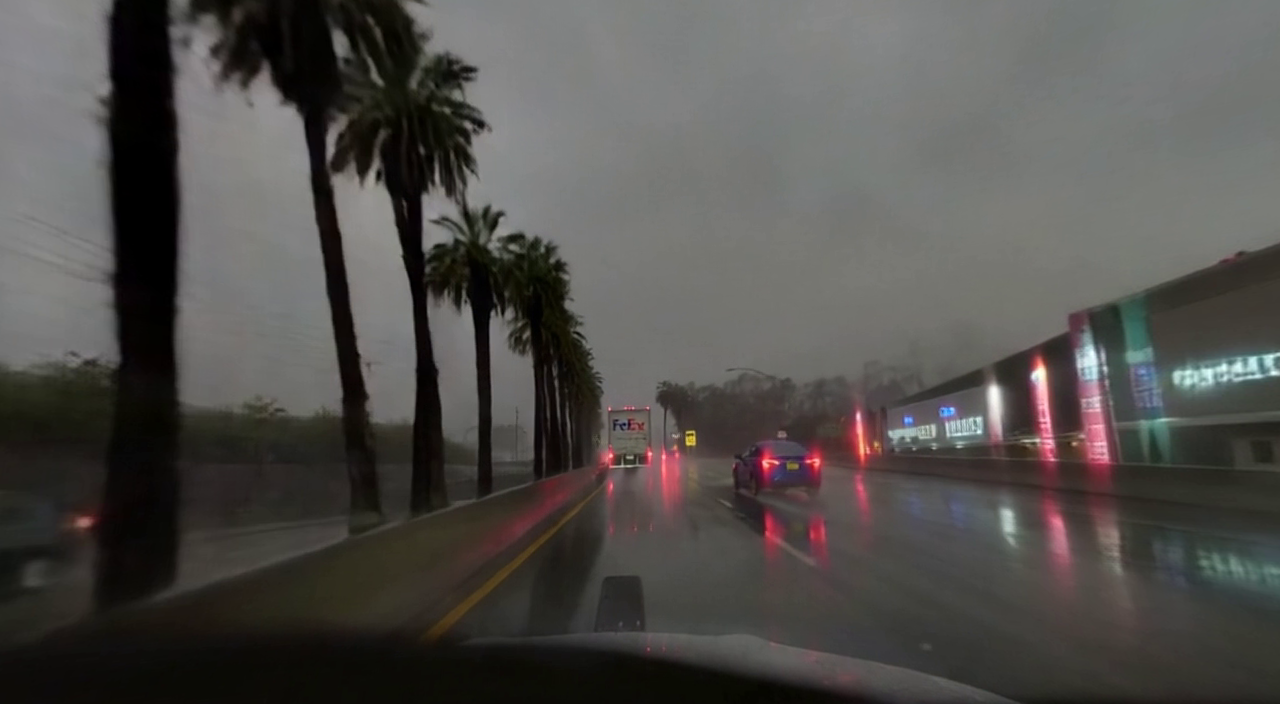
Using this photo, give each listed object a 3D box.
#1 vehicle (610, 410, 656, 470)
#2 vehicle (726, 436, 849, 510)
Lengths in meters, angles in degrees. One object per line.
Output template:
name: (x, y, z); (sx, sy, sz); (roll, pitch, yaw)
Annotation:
vehicle: (-0.652, 6.999, 49.752); (3.243, 4.134, 11.656); (0, -9, -2)
vehicle: (3.448, 2.907, 15.618); (1.966, 1.558, 4.238); (0, -9, -1)
